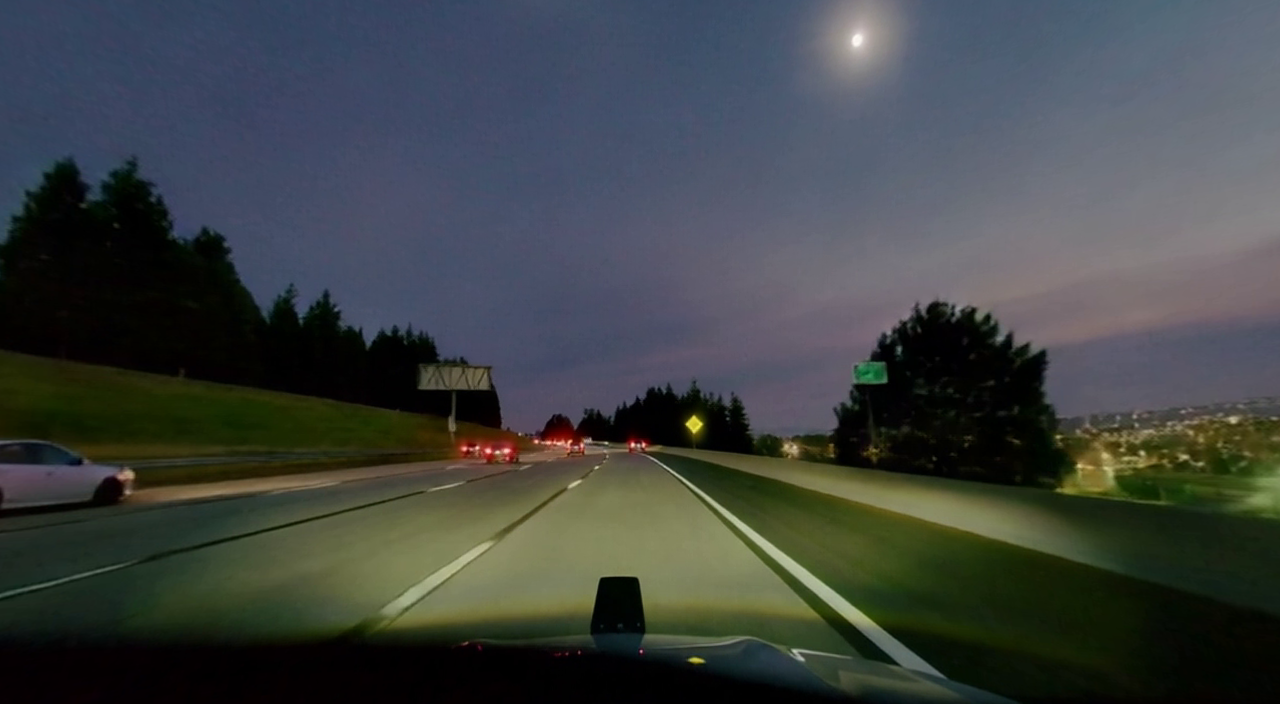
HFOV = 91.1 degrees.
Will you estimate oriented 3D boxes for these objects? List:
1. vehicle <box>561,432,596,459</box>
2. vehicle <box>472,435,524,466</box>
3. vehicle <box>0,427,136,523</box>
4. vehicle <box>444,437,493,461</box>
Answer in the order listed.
[{"bbox_3d":[-4.351,6.756,45.269,2.138,1.833,4.622,0,-8,-1],"label":"vehicle"},{"bbox_3d":[-8.072,5.626,36.163,2.015,1.651,4.432,0,-8,-1],"label":"vehicle"},{"bbox_3d":[-11.120,1.959,10.036,2.056,1.489,4.852,0,-8,0],"label":"vehicle"},{"bbox_3d":[-11.797,6.725,43.533,2.100,1.537,5.092,0,-8,-1],"label":"vehicle"}]
